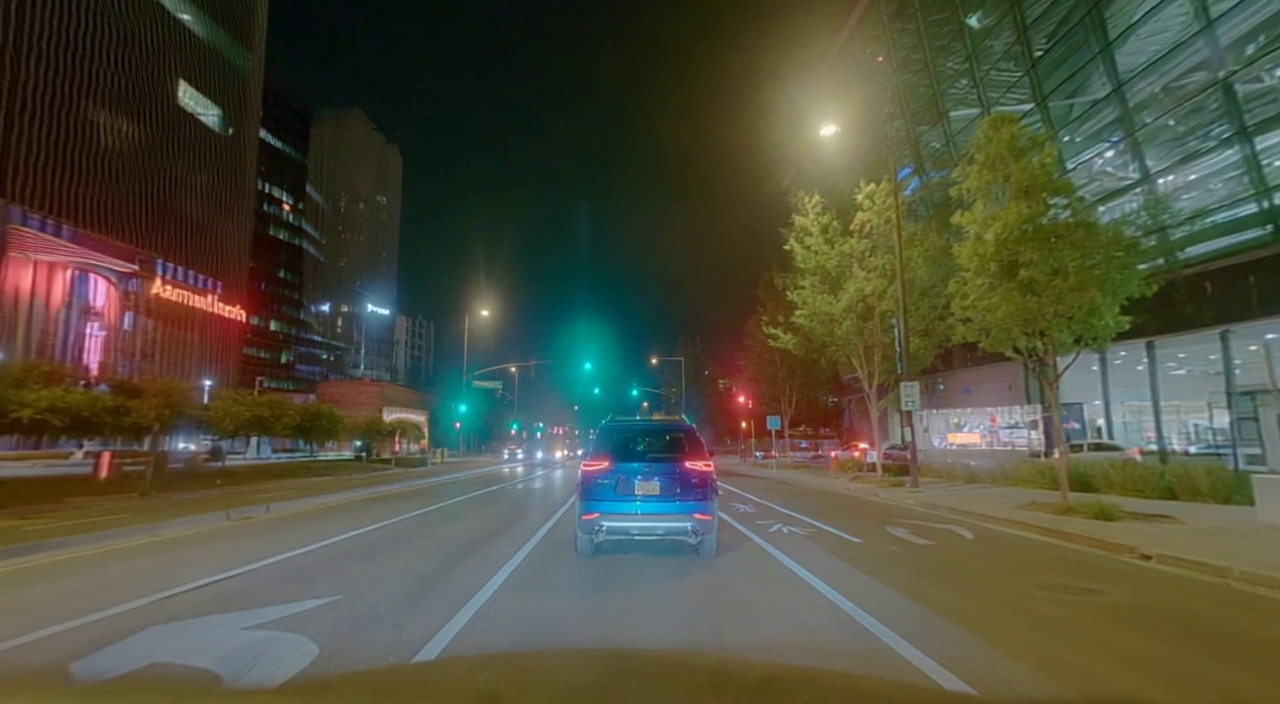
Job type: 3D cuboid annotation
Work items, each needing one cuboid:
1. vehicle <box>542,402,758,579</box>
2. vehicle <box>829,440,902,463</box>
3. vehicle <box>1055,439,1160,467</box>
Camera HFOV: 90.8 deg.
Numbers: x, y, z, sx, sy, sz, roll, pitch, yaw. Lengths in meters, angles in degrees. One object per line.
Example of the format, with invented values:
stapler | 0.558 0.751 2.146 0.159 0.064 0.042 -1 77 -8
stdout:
vehicle | 0.007 1.698 8.490 2.183 1.765 4.059 0 -8 -3
vehicle | 15.916 7.048 44.678 4.422 1.563 1.751 0 -8 -2
vehicle | 27.827 6.006 37.709 4.571 1.558 2.171 0 -8 -2
